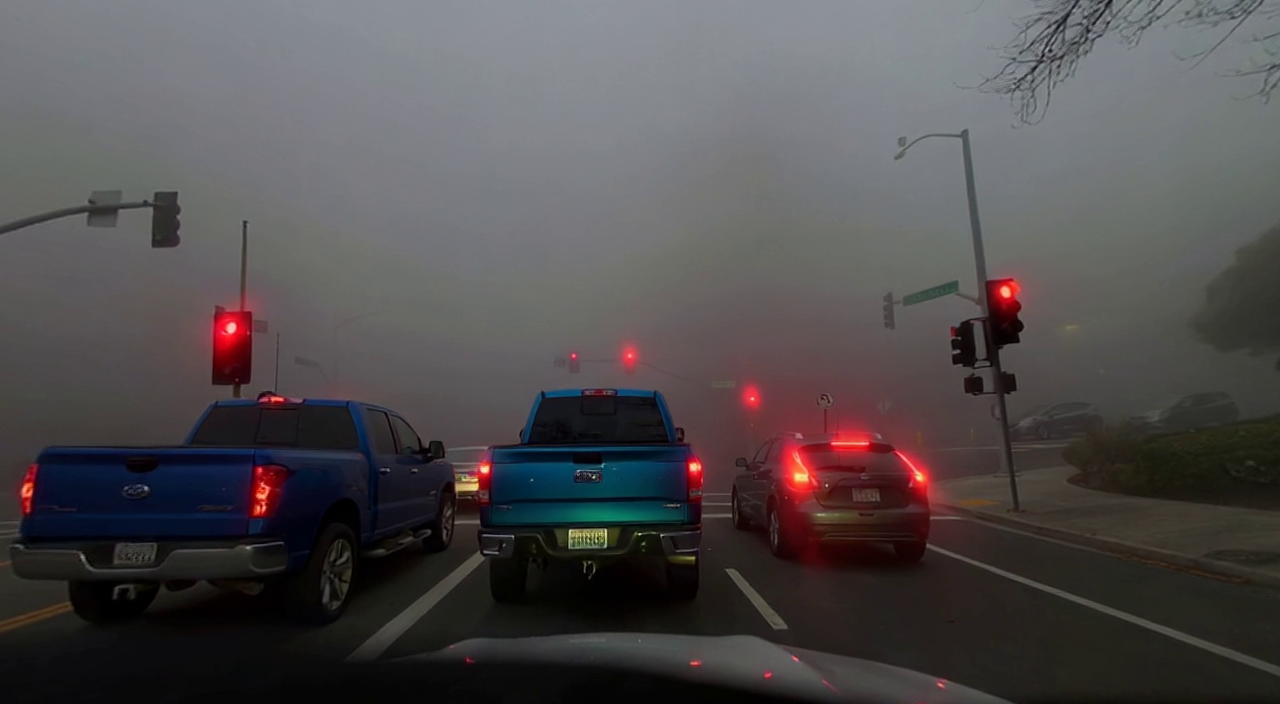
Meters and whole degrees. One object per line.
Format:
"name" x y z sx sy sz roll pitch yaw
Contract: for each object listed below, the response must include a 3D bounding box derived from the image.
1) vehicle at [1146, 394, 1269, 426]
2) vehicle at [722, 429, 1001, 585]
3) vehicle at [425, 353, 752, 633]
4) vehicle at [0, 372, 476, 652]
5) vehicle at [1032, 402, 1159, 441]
"vehicle" 29.278 3.038 32.678 4.540 1.543 1.803 0 -9 1
"vehicle" 2.415 1.814 8.283 2.016 1.481 4.336 0 -9 -1
"vehicle" -0.391 1.308 6.731 2.282 1.964 4.421 0 -9 -1
"vehicle" -3.453 1.427 6.803 2.146 1.828 5.148 0 -9 -2
"vehicle" 23.303 3.596 32.470 4.721 1.866 2.188 0 -9 2
